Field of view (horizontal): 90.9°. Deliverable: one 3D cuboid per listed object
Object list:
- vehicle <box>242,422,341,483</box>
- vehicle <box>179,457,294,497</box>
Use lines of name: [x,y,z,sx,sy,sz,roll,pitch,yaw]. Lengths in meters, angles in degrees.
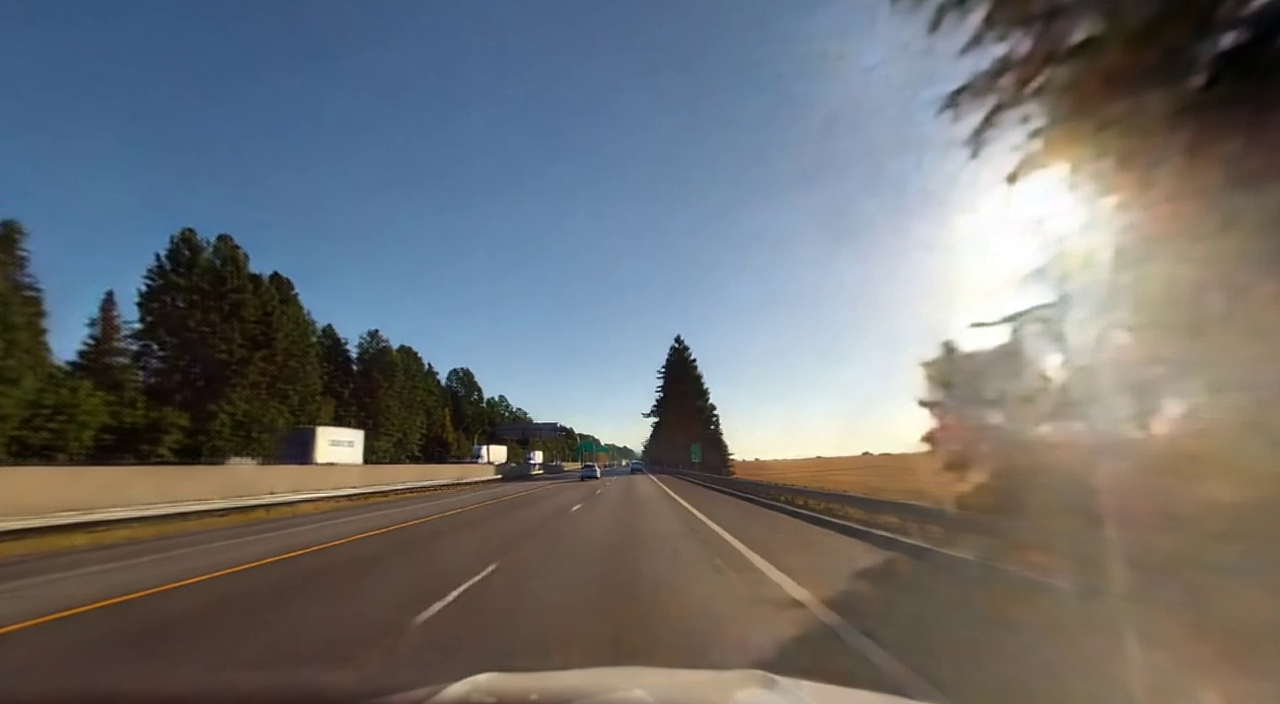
vehicle: [-23.520,6.909,42.942,3.011,3.815,5.893,1,-10,1]
vehicle: [-15.762,4.919,24.923,1.827,1.423,4.071,1,-10,0]
